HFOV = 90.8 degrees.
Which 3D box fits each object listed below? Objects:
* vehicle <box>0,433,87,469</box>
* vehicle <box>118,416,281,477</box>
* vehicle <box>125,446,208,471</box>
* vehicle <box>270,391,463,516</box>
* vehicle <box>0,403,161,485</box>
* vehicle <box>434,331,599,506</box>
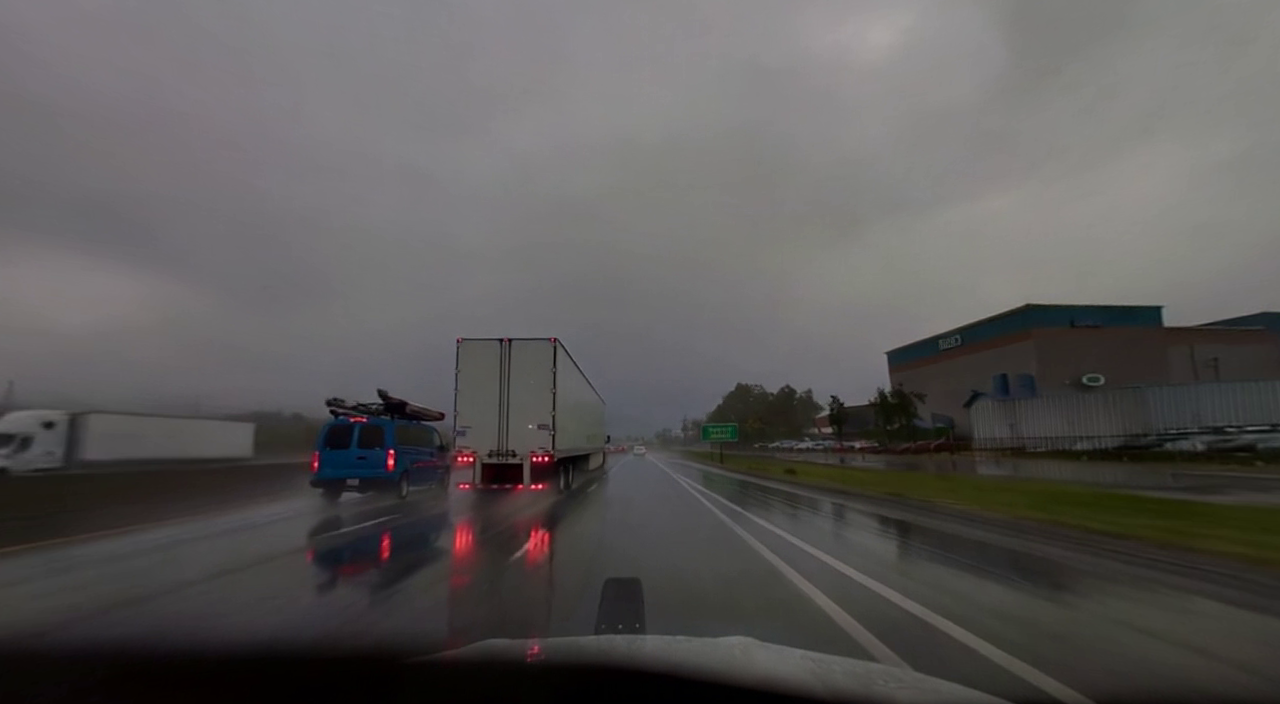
[{"bbox_3d":[-31.243,5.013,31.946,2.079,1.690,4.869,-3,-7,1],"label":"vehicle"},{"bbox_3d":[-31.167,6.845,45.911,2.852,3.749,12.932,0,-8,-2],"label":"vehicle"},{"bbox_3d":[-31.081,6.974,41.635,1.952,1.566,4.548,0,-8,0],"label":"vehicle"},{"bbox_3d":[-6.714,2.614,16.623,2.385,2.672,6.049,0,-8,-1],"label":"vehicle"},{"bbox_3d":[-31.261,4.968,34.095,3.006,3.764,9.846,0,-8,0],"label":"vehicle"},{"bbox_3d":[-3.449,2.794,23.199,2.939,4.132,16.303,1,-9,-1],"label":"vehicle"}]
